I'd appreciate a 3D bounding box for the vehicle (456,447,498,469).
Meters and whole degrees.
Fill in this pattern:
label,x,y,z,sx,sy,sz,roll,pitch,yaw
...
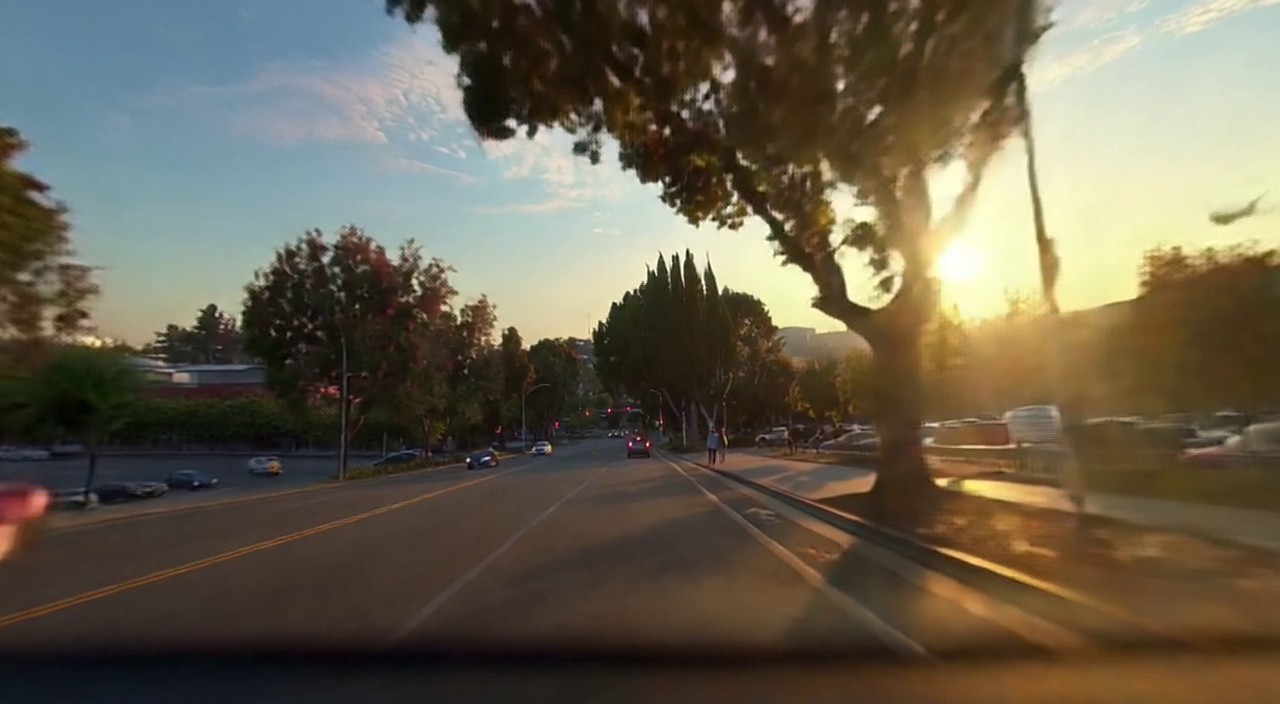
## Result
label,x,y,z,sx,sy,sz,roll,pitch,yaw
vehicle,-12.063,7.848,47.037,2.011,1.475,4.536,0,-8,-1
